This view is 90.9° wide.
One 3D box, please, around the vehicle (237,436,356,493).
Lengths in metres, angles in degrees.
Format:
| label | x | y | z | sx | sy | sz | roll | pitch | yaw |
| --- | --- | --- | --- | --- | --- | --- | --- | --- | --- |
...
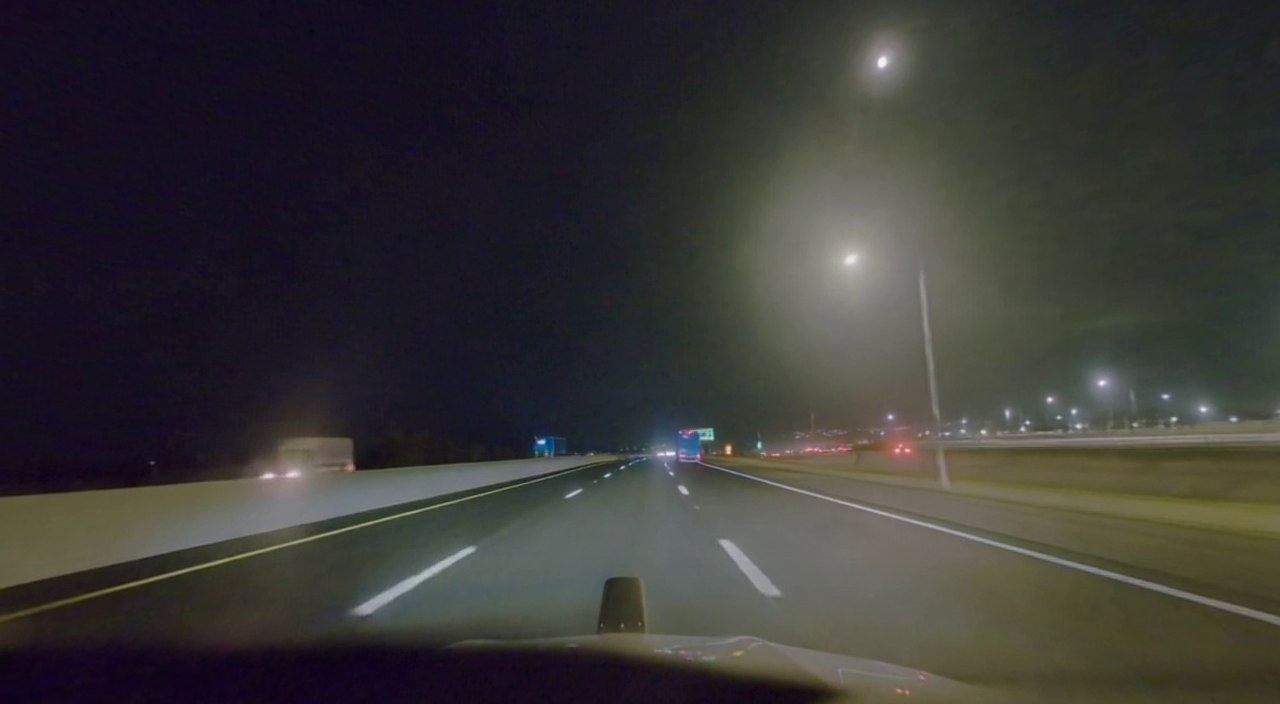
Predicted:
| label | x | y | z | sx | sy | sz | roll | pitch | yaw |
| --- | --- | --- | --- | --- | --- | --- | --- | --- | --- |
| vehicle | -19.721 | 6.511 | 36.809 | 2.666 | 2.954 | 7.203 | -1 | -9 | 1 |
